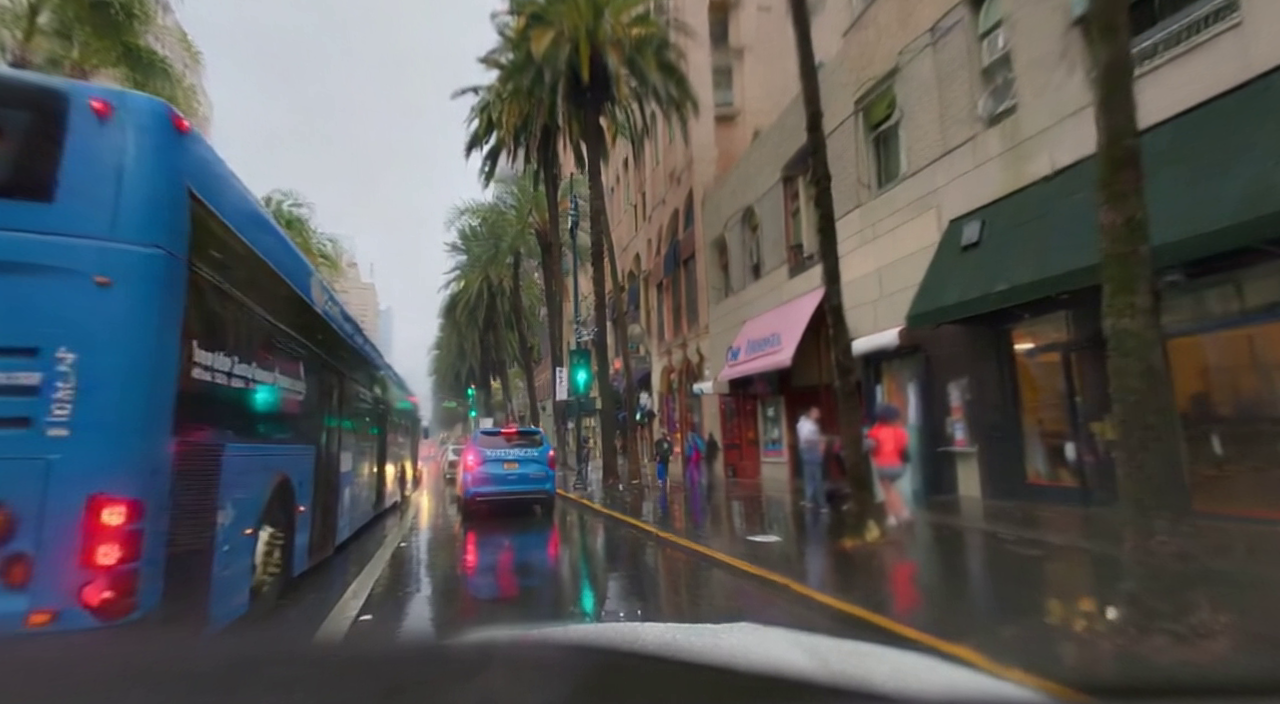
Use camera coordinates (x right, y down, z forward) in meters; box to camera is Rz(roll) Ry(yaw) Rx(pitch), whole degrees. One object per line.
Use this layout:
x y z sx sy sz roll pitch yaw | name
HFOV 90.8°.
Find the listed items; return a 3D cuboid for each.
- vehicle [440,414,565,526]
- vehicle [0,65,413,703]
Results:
-3.034 2.378 13.219 2.002 1.907 4.211 3 -9 -19 | vehicle
-5.152 0.984 8.344 2.863 3.233 11.573 2 -9 -14 | vehicle
